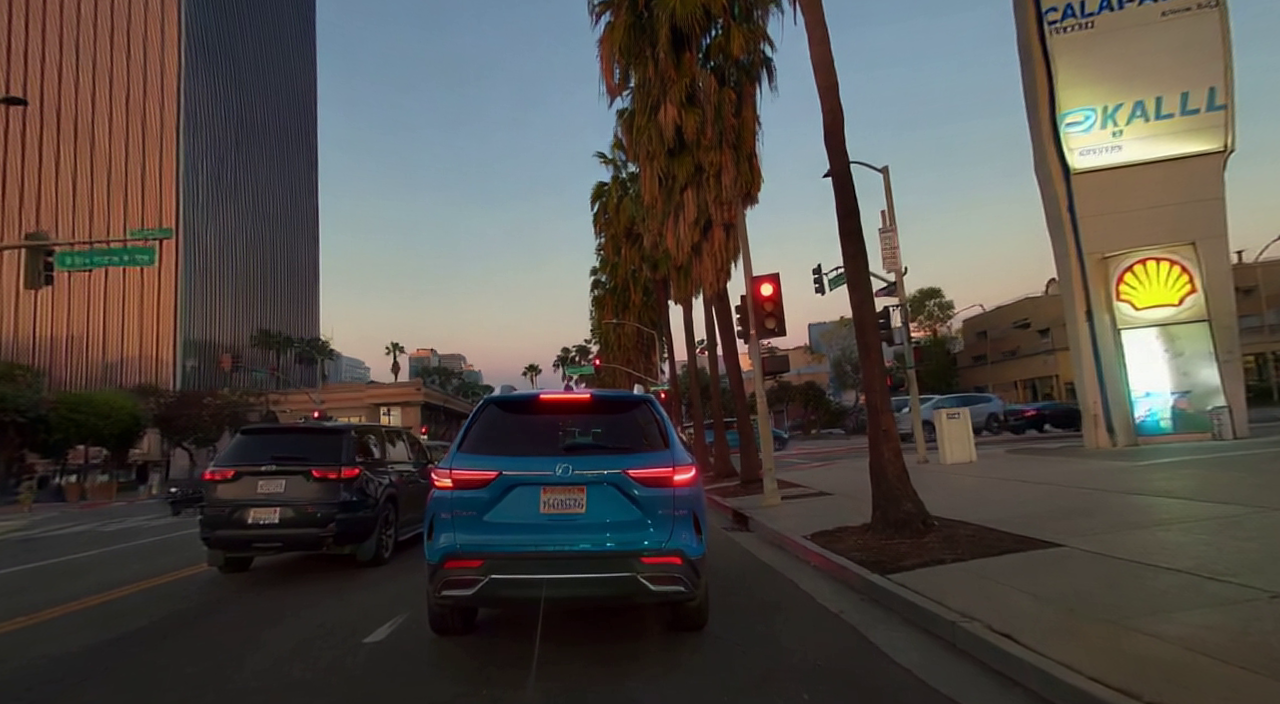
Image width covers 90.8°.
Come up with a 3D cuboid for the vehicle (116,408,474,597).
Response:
[{"bbox_3d":[-3.807,1.739,8.356,2.097,1.692,5.030,0,-8,-3],"label":"vehicle"}]

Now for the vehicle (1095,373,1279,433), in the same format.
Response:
[{"bbox_3d":[19.713,1.867,22.672,5.033,1.999,2.259,0,-8,-3],"label":"vehicle"}]

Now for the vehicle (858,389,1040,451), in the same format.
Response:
[{"bbox_3d":[10.791,2.443,22.354,5.307,2.076,2.122,0,-8,-4],"label":"vehicle"}]

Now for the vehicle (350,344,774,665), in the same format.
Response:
[{"bbox_3d":[-0.543,1.250,6.293,2.519,1.913,4.819,0,-8,-2],"label":"vehicle"}]
